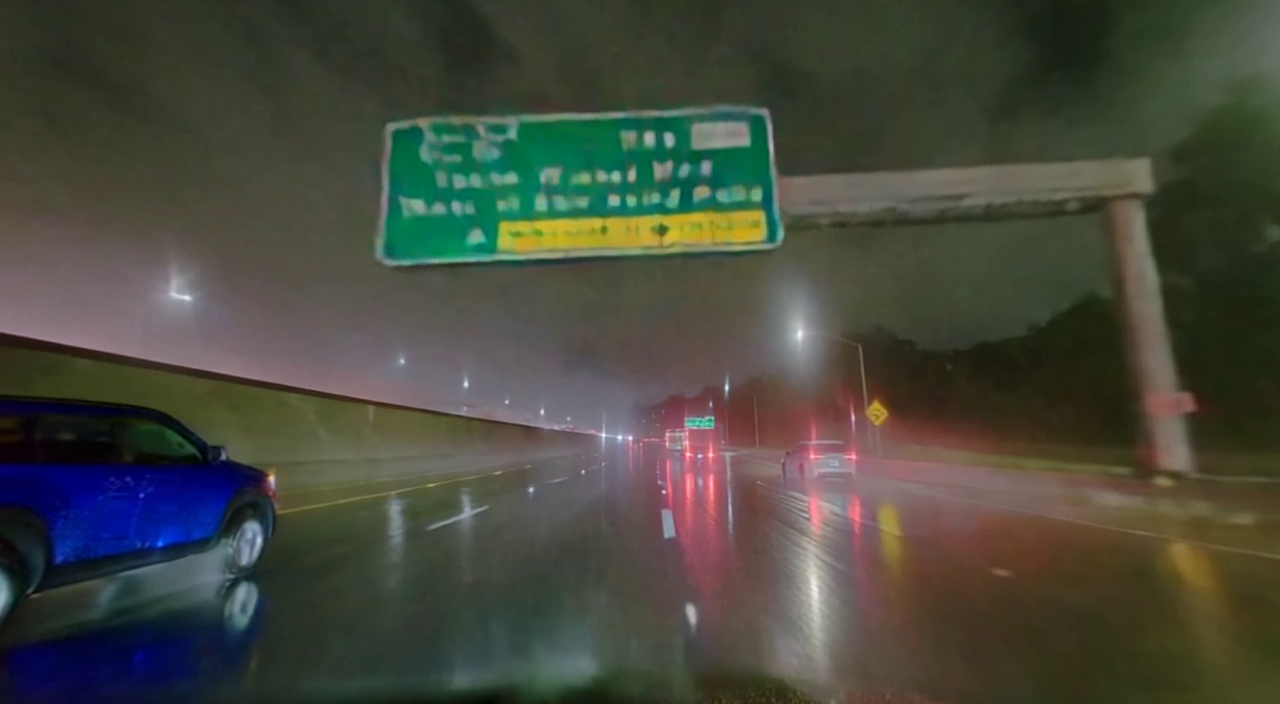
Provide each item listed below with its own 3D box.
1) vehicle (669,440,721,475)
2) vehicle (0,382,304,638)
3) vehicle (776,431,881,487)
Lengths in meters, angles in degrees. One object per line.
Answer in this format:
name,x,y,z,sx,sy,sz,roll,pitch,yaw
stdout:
vehicle,2.574,5.064,30.582,2.108,1.509,5.059,0,-8,1
vehicle,-5.126,1.229,5.494,2.000,1.646,4.201,0,-8,1
vehicle,6.366,3.690,22.052,2.184,1.712,4.856,0,-8,0
